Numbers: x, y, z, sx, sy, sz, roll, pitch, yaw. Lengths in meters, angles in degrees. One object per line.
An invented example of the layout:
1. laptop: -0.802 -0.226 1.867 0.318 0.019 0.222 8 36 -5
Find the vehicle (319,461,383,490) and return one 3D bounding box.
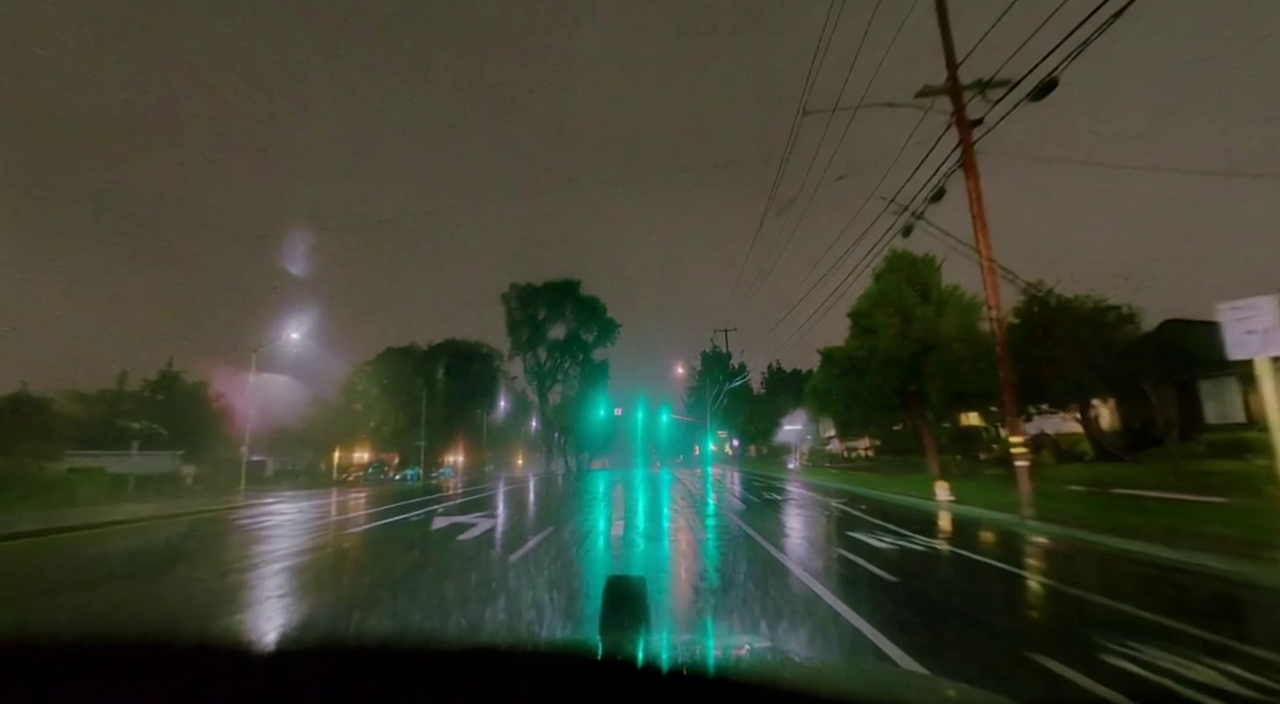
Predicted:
1. vehicle: -21.399 9.145 46.936 2.052 1.915 5.101 -1 -8 4
